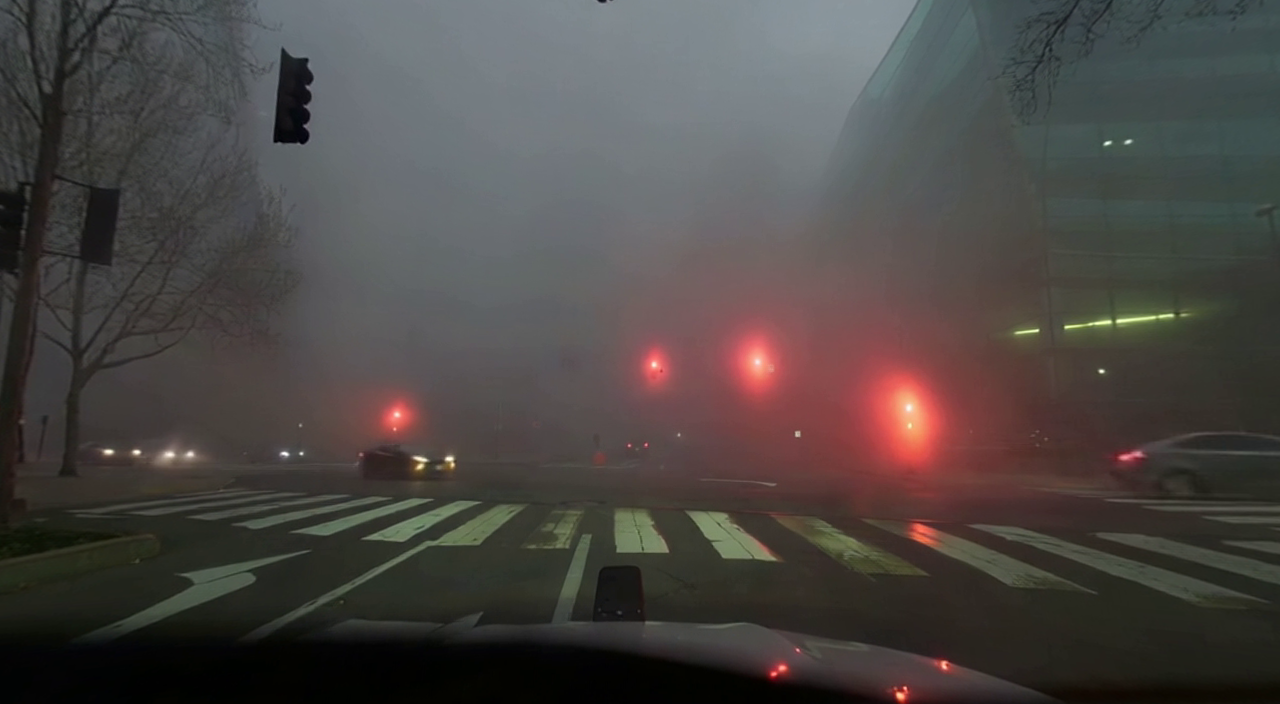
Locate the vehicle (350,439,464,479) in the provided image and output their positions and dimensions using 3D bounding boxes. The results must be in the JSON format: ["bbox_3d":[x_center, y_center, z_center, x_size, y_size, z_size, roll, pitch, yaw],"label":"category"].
[{"bbox_3d":[-9.432,4.262,25.424,4.798,1.461,1.939,-7,-11,37],"label":"vehicle"}]

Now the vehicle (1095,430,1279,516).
[{"bbox_3d":[12.428,2.446,13.065,4.698,1.609,1.975,-7,-11,37],"label":"vehicle"}]

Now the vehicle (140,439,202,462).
[{"bbox_3d":[-33.769,7.083,45.444,4.110,1.511,1.883,-5,-10,28],"label":"vehicle"}]
